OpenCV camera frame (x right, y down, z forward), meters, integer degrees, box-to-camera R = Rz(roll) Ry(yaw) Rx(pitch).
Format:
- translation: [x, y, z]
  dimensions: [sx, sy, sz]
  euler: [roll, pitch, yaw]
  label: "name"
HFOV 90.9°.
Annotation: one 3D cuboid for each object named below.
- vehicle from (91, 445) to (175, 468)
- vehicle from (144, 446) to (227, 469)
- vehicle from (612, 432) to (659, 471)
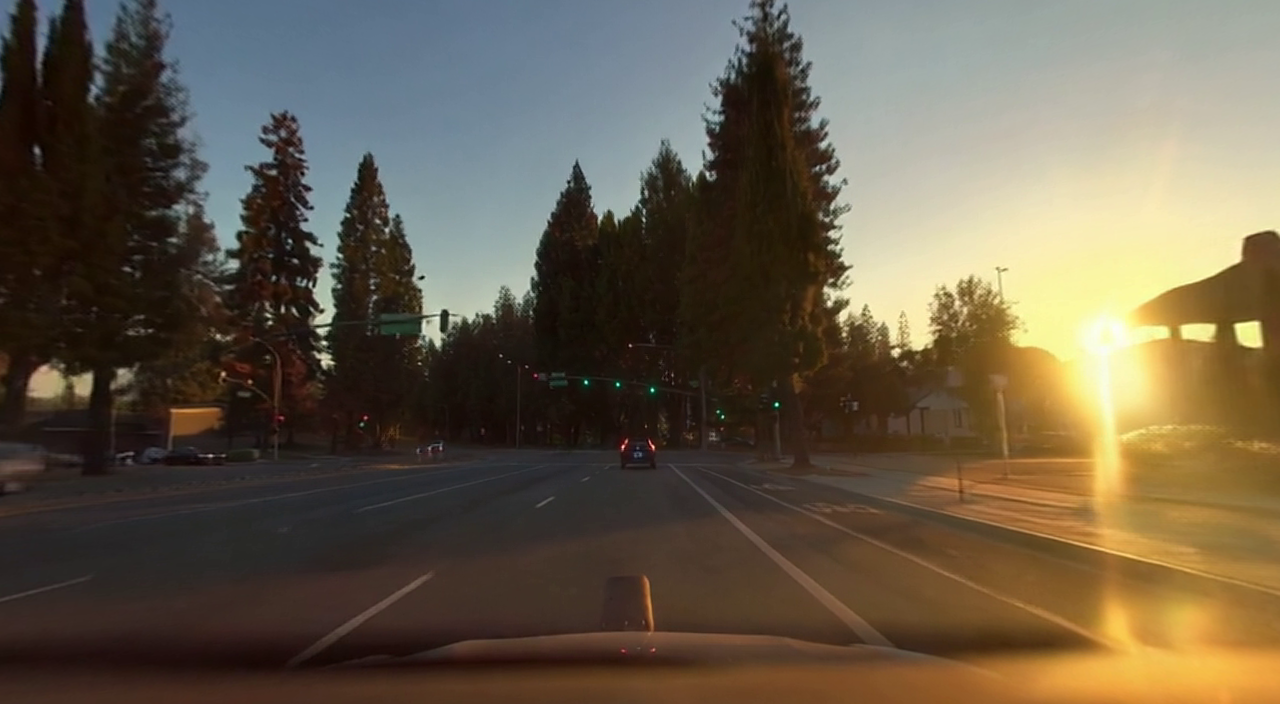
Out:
- translation: [-39.197, 8.075, 48.791]
  dimensions: [4.713, 1.693, 2.018]
  euler: [0, -8, 2]
  label: "vehicle"
- translation: [-31.931, 7.390, 44.330]
  dimensions: [4.504, 1.524, 2.226]
  euler: [-2, -9, 14]
  label: "vehicle"
- translation: [-0.220, 4.842, 30.910]
  dimensions: [2.169, 1.751, 4.276]
  euler: [0, -8, 0]
  label: "vehicle"
